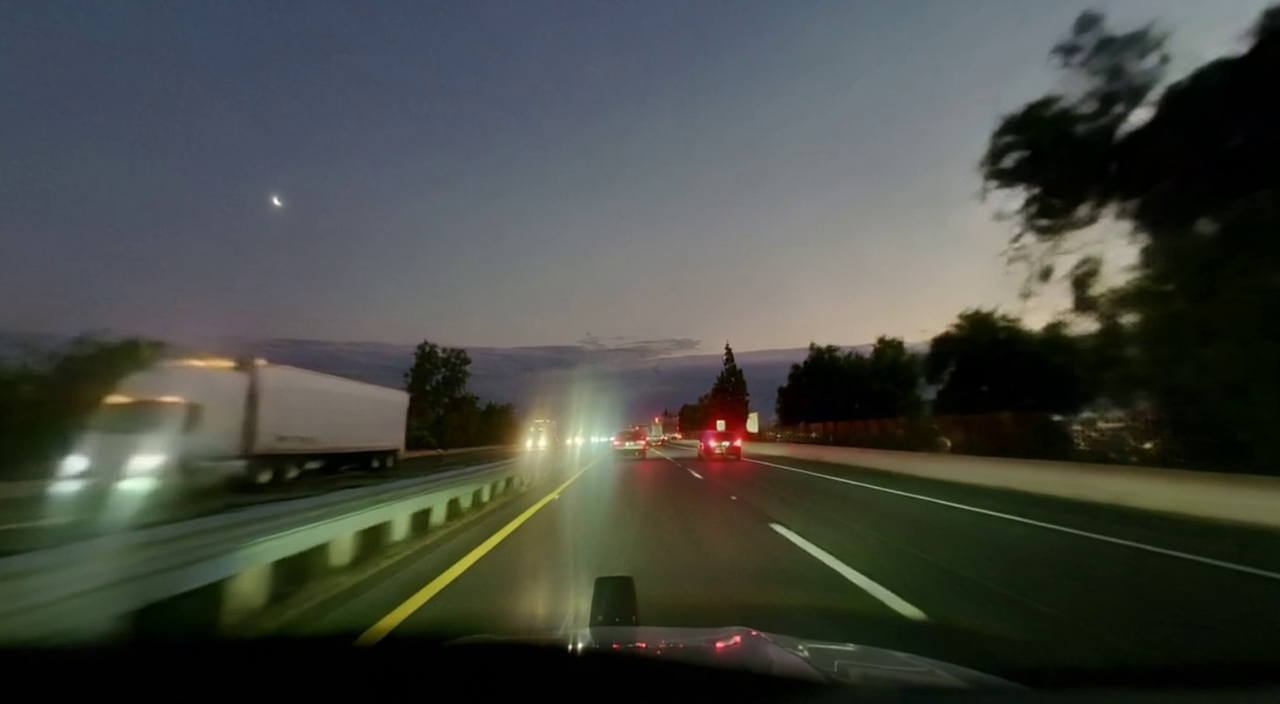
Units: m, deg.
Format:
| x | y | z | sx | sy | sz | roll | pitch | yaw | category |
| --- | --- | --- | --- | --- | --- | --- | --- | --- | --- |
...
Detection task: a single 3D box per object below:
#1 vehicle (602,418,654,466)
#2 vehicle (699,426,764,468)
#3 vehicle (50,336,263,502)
| x | y | z | sx | sy | sz | roll | pitch | yaw | category |
| --- | --- | --- | --- | --- | --- | --- | --- | --- | --- |
| -0.574 | 4.216 | 29.679 | 2.270 | 2.044 | 4.633 | 0 | -8 | -2 | vehicle |
| 3.774 | 3.990 | 26.719 | 1.981 | 1.606 | 3.956 | 0 | -8 | -2 | vehicle |
| -13.281 | 1.909 | 17.747 | 3.011 | 4.191 | 3.431 | 0 | -8 | -1 | vehicle |
